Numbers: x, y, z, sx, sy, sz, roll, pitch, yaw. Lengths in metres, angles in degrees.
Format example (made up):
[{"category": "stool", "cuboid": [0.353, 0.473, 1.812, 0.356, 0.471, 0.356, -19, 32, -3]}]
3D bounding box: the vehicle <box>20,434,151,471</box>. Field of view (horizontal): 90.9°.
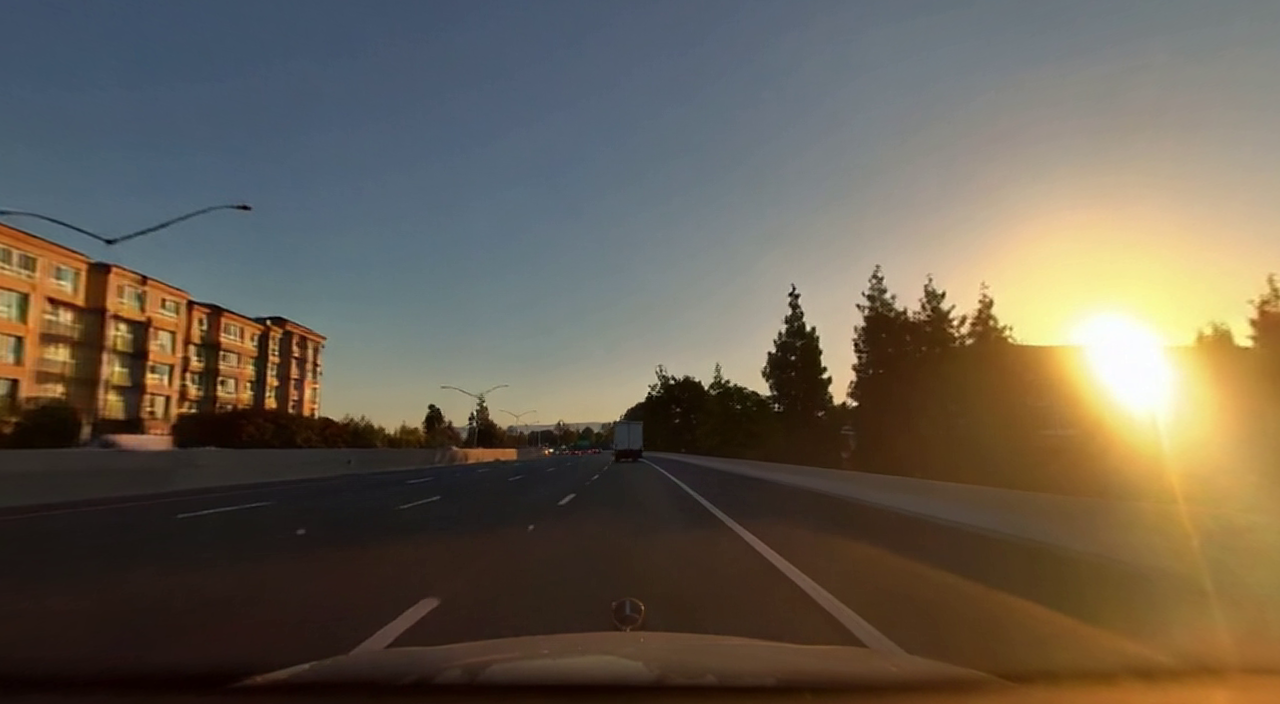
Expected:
[{"category": "vehicle", "cuboid": [-32.570, 5.938, 37.408, 2.559, 1.947, 5.829, 0, -9, -1]}]
